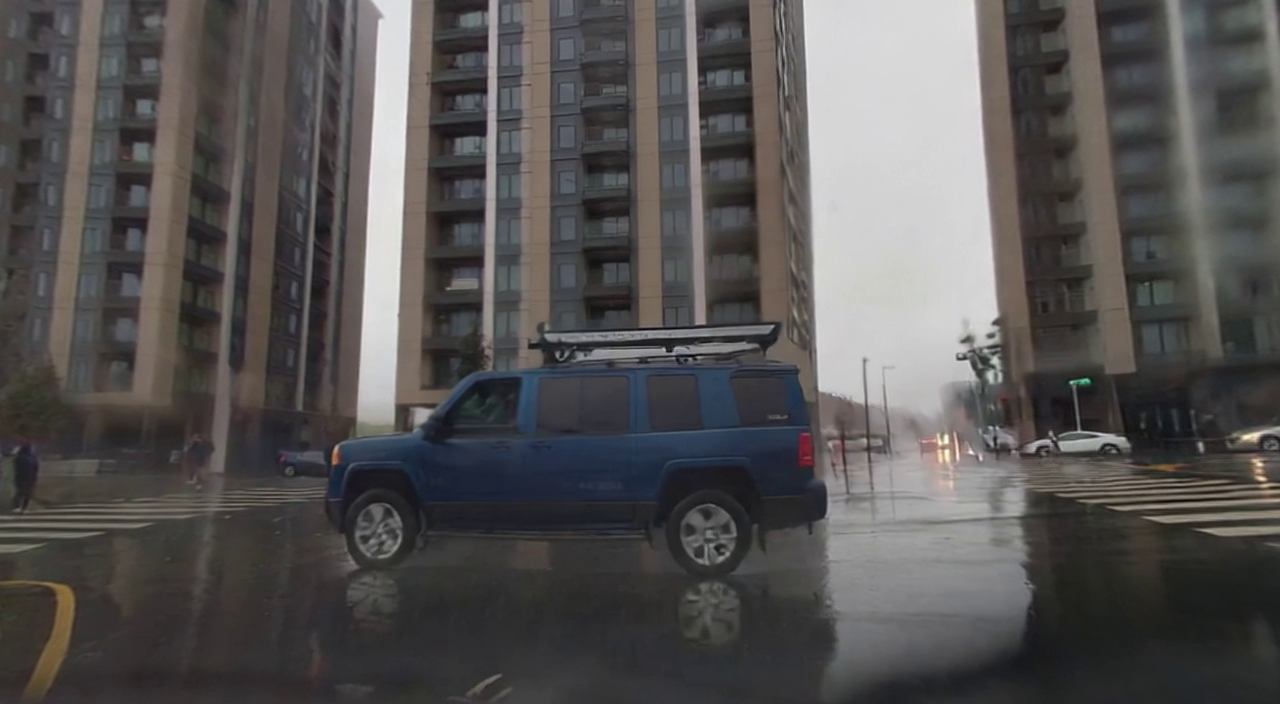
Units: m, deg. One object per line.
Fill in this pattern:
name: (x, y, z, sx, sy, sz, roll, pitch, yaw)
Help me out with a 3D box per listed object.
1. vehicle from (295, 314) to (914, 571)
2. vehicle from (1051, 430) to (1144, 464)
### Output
vehicle: (-0.447, 1.182, 8.386, 6.932, 2.753, 2.446, -1, -9, 6)
vehicle: (24.526, 5.119, 33.928, 3.827, 1.677, 1.898, -6, -10, 33)
